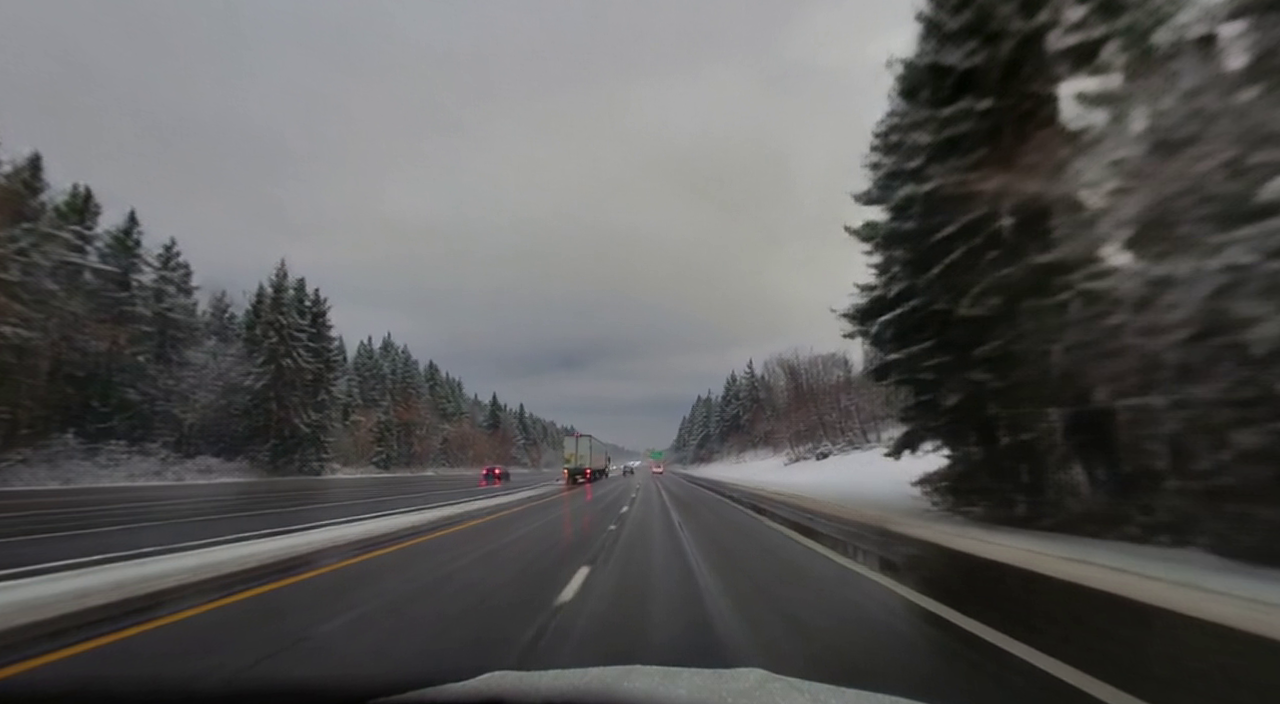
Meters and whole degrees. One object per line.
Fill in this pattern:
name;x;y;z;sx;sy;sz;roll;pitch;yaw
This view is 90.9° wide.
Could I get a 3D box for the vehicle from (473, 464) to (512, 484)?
vehicle;-11.321;9.394;48.636;1.745;1.430;4.252;0;-10;4
